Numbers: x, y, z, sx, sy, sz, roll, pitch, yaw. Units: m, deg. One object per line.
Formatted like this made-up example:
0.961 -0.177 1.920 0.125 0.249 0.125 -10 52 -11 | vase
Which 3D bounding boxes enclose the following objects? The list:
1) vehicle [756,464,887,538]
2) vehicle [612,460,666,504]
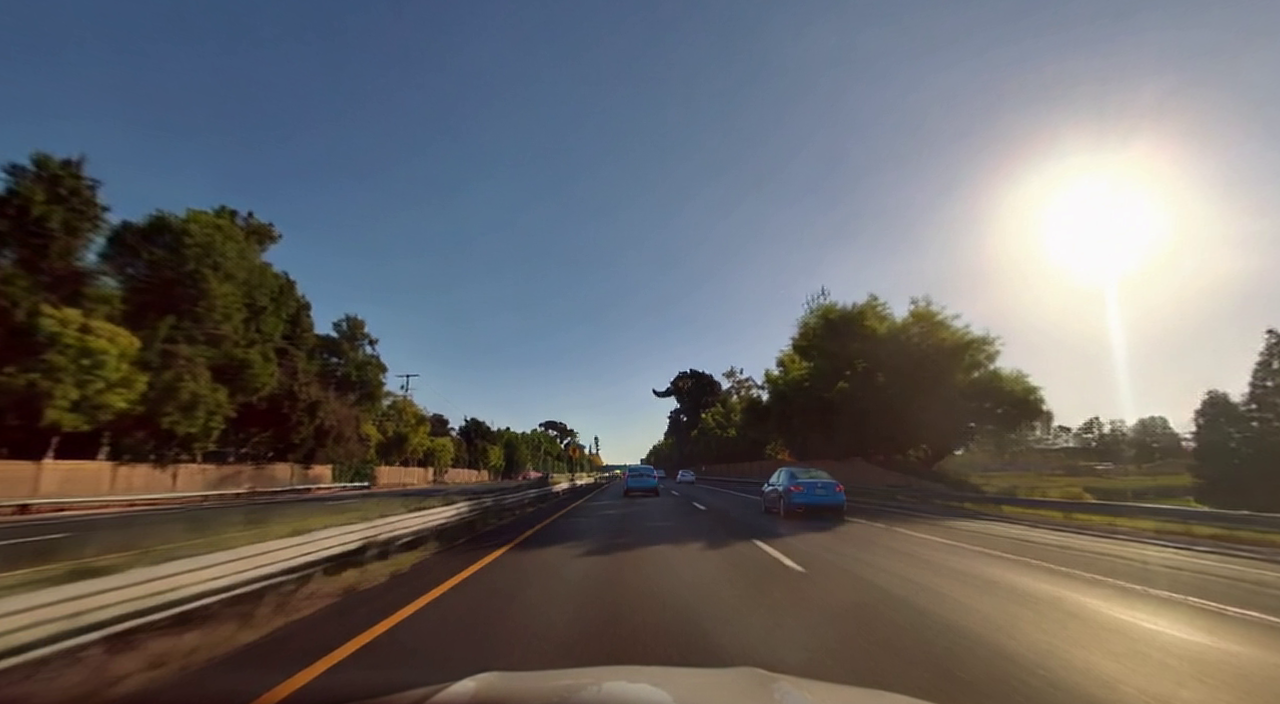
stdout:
4.233 3.554 15.448 1.938 1.494 4.032 1 -11 -1 | vehicle
-0.032 5.330 25.979 2.037 1.605 3.833 1 -11 0 | vehicle
